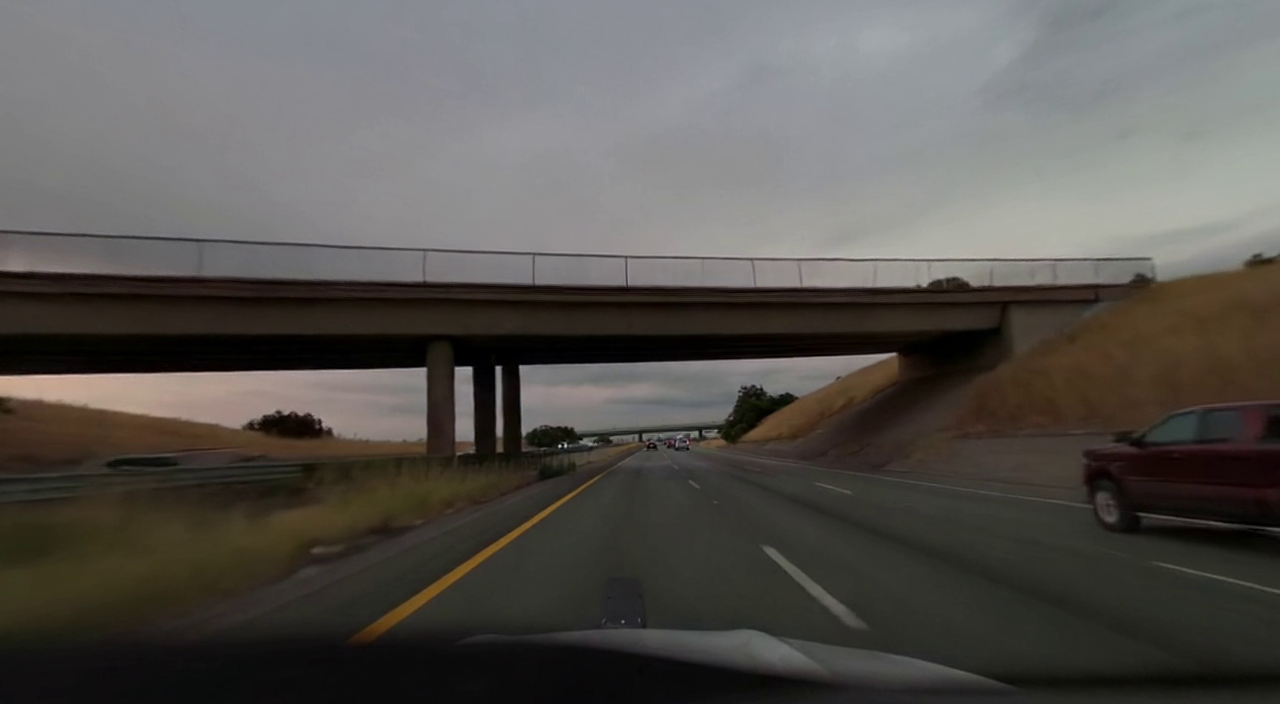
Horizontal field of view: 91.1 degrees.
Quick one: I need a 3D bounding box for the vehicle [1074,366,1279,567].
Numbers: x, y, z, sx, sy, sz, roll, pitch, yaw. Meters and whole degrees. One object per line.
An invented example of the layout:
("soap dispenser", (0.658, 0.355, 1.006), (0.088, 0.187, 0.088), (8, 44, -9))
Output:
("vehicle", (7.729, 1.197, 6.601), (2.362, 2.037, 5.409), (0, -9, -1))
